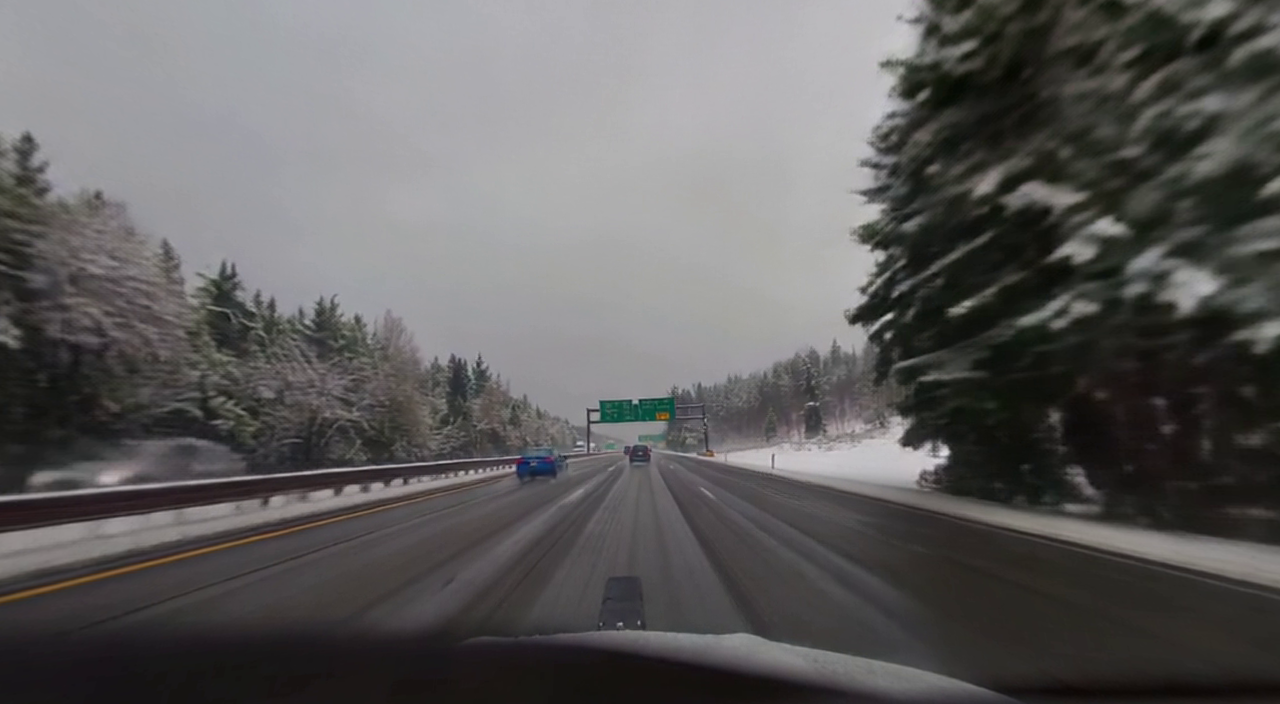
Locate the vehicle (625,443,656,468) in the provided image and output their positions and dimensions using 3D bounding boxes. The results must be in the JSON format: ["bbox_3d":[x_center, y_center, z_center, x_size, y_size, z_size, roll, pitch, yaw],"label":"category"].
[{"bbox_3d":[0.049,6.933,42.478,2.011,1.590,3.607,0,-9,0],"label":"vehicle"}]

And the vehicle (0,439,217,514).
[{"bbox_3d":[-13.226,3.027,15.920,1.927,1.601,4.480,0,-9,0],"label":"vehicle"}]

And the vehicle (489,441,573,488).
[{"bbox_3d":[-3.773,3.993,22.758,2.157,1.483,4.601,0,-9,1],"label":"vehicle"}]
